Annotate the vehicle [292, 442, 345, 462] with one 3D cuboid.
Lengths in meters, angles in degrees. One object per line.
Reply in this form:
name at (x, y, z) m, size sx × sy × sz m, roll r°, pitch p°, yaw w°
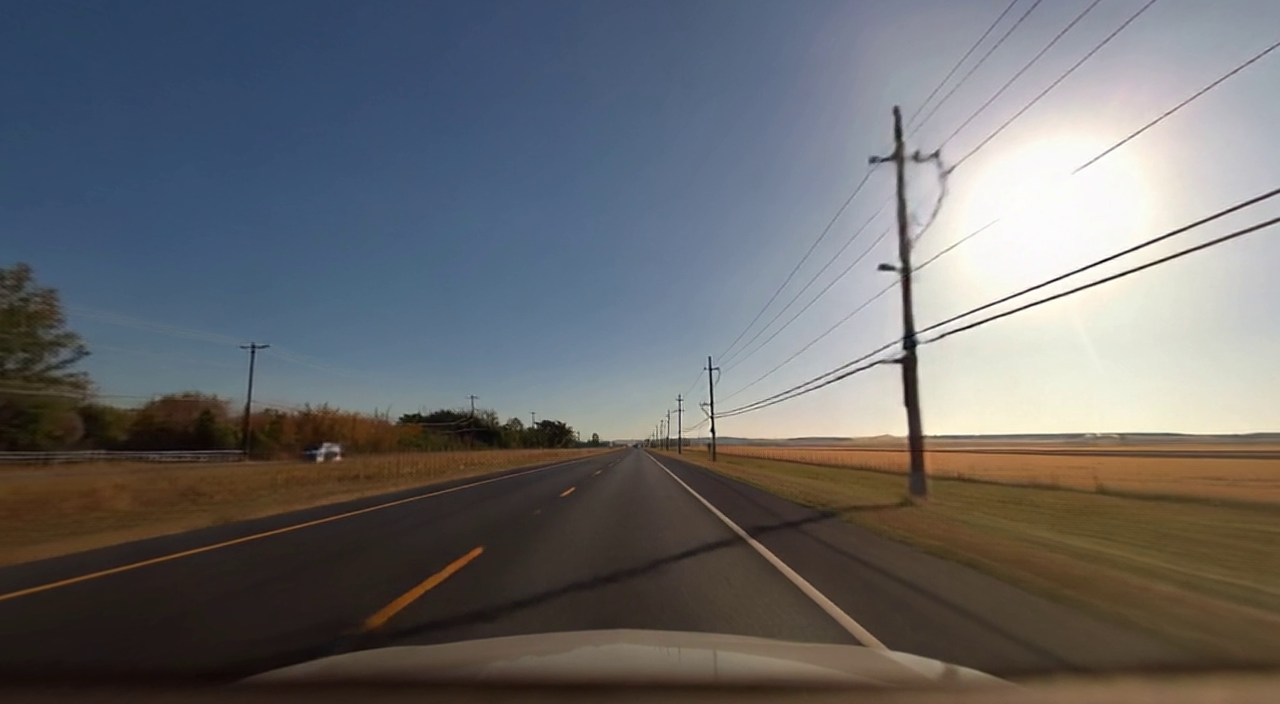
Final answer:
vehicle at (-24.880, 7.748, 48.894) m, size 1.795 × 1.512 × 4.459 m, roll 0°, pitch -9°, yaw -1°
